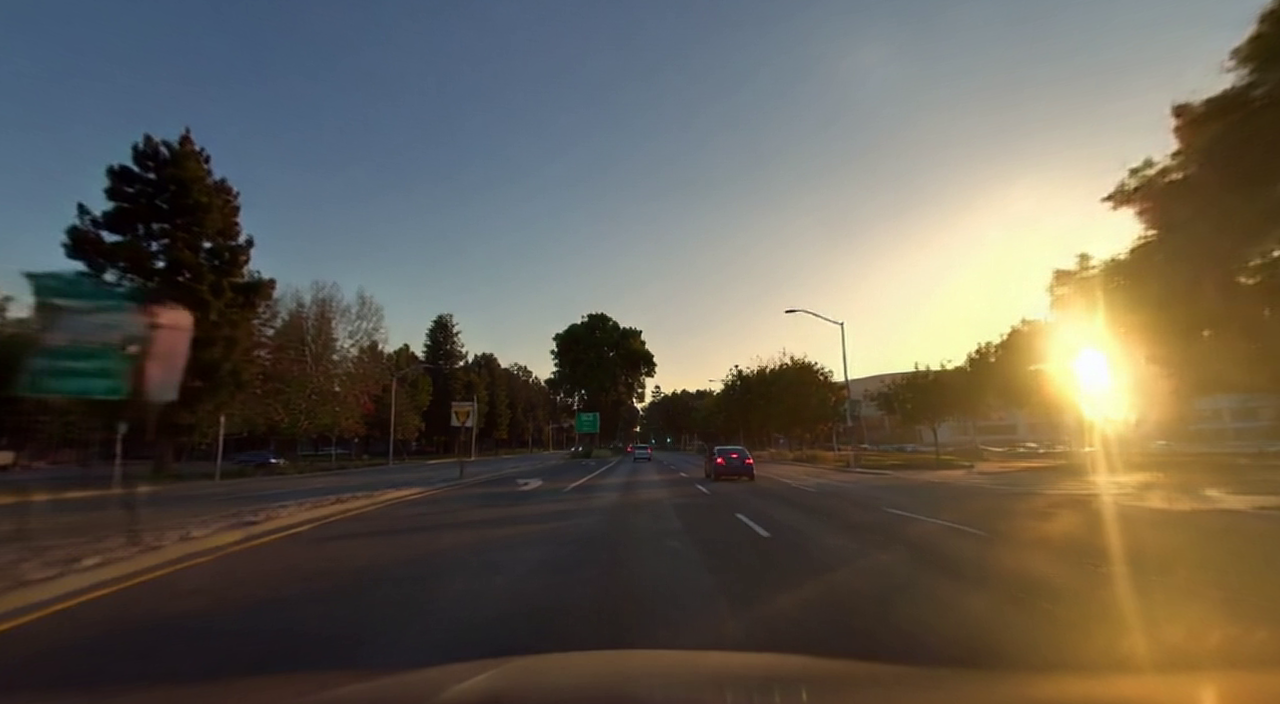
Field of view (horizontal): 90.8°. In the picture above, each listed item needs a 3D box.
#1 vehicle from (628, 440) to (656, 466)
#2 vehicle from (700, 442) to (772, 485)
[{"bbox_3d":[0.101,7.375,46.322,1.988,1.800,4.322,0,-9,-1],"label":"vehicle"},{"bbox_3d":[3.644,4.325,24.838,1.948,1.479,4.620,0,-9,-2],"label":"vehicle"}]
